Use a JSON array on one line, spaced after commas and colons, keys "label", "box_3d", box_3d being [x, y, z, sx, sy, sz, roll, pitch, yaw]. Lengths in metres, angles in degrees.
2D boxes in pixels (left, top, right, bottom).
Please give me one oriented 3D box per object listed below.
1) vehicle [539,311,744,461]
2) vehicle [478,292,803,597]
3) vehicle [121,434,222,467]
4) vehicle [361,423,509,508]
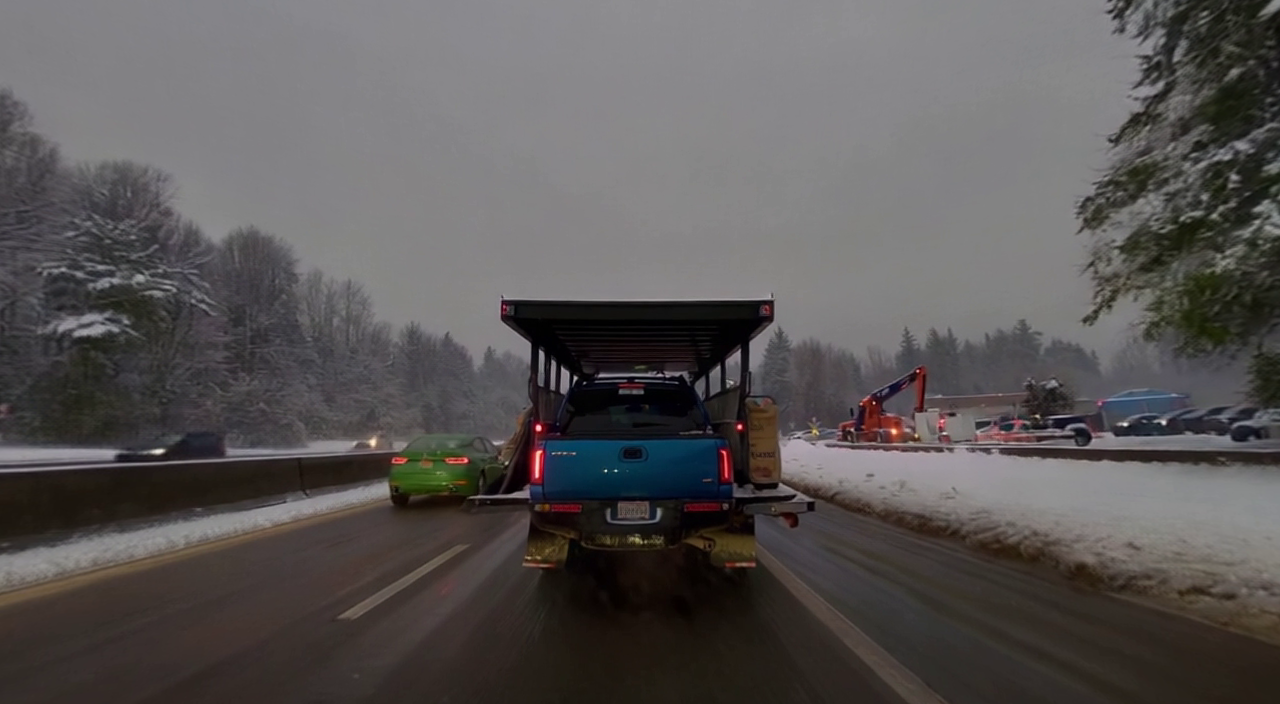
[{"label": "vehicle", "box_3d": [-0.066, 0.698, 9.063, 2.156, 1.604, 4.680, 0, -9, -2]}, {"label": "vehicle", "box_3d": [-0.179, 1.534, 10.647, 2.735, 2.597, 10.435, 0, -9, -2]}, {"label": "vehicle", "box_3d": [-22.594, 4.754, 30.665, 1.826, 1.485, 4.128, 0, -9, -2]}, {"label": "vehicle", "box_3d": [-4.534, 2.592, 14.839, 2.057, 1.665, 4.572, 0, -9, -2]}]
